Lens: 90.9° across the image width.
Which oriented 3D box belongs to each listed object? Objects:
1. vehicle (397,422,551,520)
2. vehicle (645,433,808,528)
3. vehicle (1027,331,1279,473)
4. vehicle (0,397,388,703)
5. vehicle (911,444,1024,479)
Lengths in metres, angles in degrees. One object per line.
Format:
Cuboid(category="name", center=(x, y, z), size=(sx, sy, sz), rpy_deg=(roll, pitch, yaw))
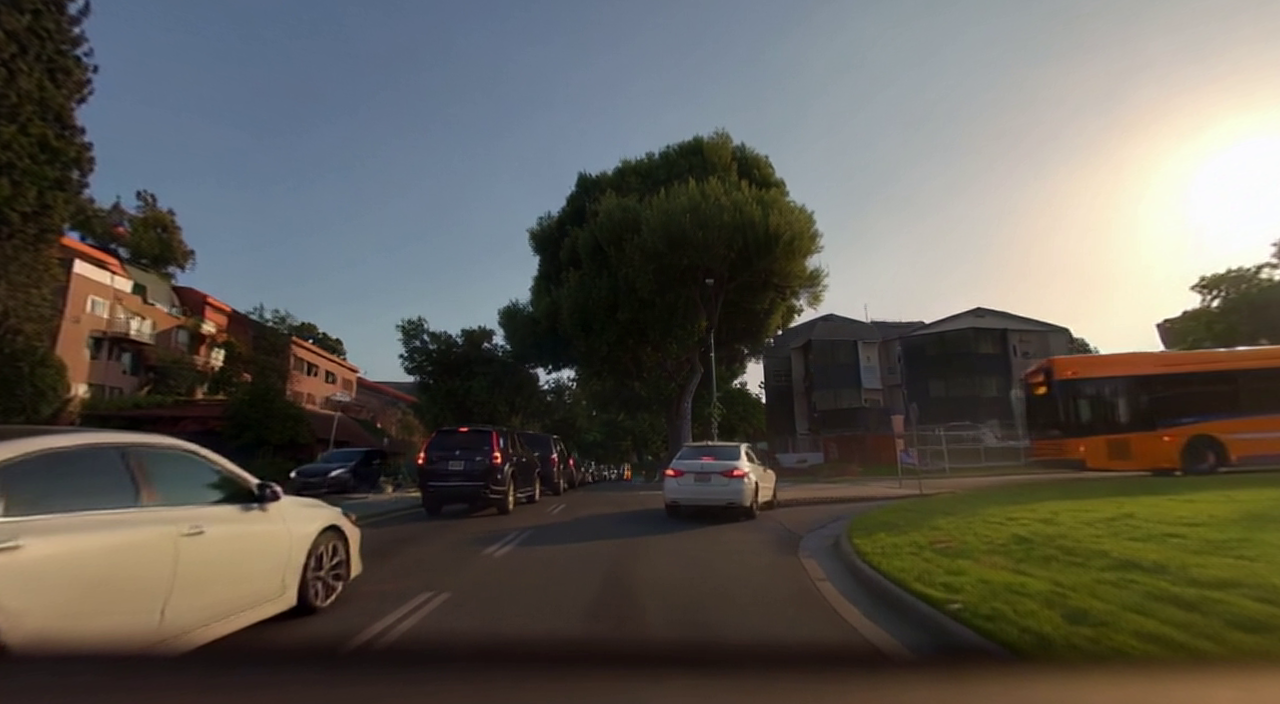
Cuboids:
Cuboid(category="vehicle", center=(-3.357, 2.509, 13.850), size=(2.017, 1.761, 4.572), rpy_deg=(0, -8, 2))
Cuboid(category="vehicle", center=(1.830, 2.359, 12.185), size=(2.020, 1.478, 3.922), rpy_deg=(-4, -9, 25))
Cuboid(category="vehicle", center=(15.930, 1.316, 15.843), size=(9.977, 3.303, 2.948), rpy_deg=(-4, -9, 21))
Cuboid(category="vehicle", center=(-3.343, 1.033, 3.160), size=(1.953, 1.480, 4.522), rpy_deg=(-1, -8, 5))
Cuboid(category="vehicle", center=(15.157, 5.093, 29.285), size=(4.422, 1.457, 1.882), rpy_deg=(-6, -10, 28))
